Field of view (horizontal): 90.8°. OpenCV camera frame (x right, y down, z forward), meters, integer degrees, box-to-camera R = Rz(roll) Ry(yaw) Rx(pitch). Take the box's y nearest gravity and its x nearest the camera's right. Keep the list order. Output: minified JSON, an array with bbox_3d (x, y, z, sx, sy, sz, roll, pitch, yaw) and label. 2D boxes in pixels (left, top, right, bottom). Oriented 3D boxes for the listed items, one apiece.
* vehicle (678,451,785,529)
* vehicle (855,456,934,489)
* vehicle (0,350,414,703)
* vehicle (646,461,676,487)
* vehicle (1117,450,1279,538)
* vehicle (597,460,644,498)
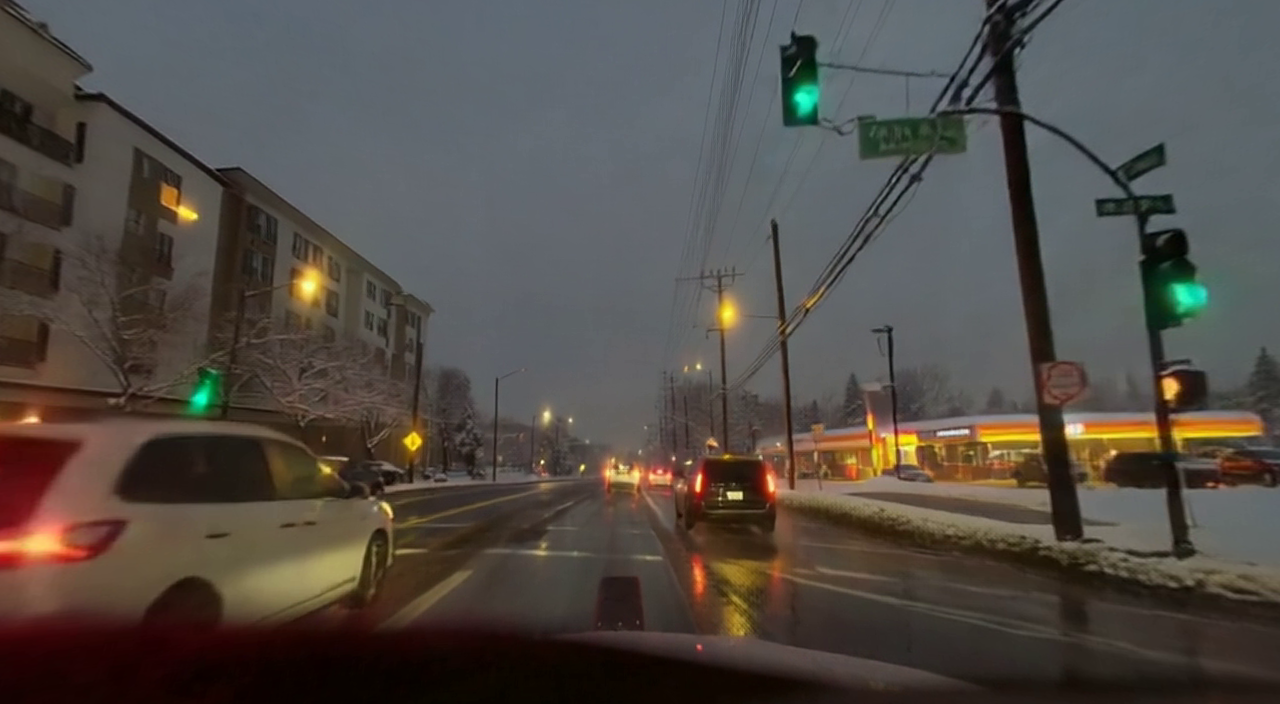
[{"bbox_3d":[2.168,3.411,16.216,1.945,1.647,4.160,0,-8,-3],"label":"vehicle"},{"bbox_3d":[13.020,6.182,32.650,1.846,1.480,4.649,0,-9,-4],"label":"vehicle"},{"bbox_3d":[-3.309,1.118,3.888,2.221,1.706,4.451,0,-8,-1],"label":"vehicle"},{"bbox_3d":[1.485,8.901,46.376,1.953,1.687,4.094,0,-8,-2],"label":"vehicle"},{"bbox_3d":[12.322,2.834,13.095,4.048,1.539,1.820,3,-9,-19],"label":"vehicle"},{"bbox_3d":[-0.856,5.756,28.856,1.999,1.487,3.939,0,-8,-1],"label":"vehicle"}]
